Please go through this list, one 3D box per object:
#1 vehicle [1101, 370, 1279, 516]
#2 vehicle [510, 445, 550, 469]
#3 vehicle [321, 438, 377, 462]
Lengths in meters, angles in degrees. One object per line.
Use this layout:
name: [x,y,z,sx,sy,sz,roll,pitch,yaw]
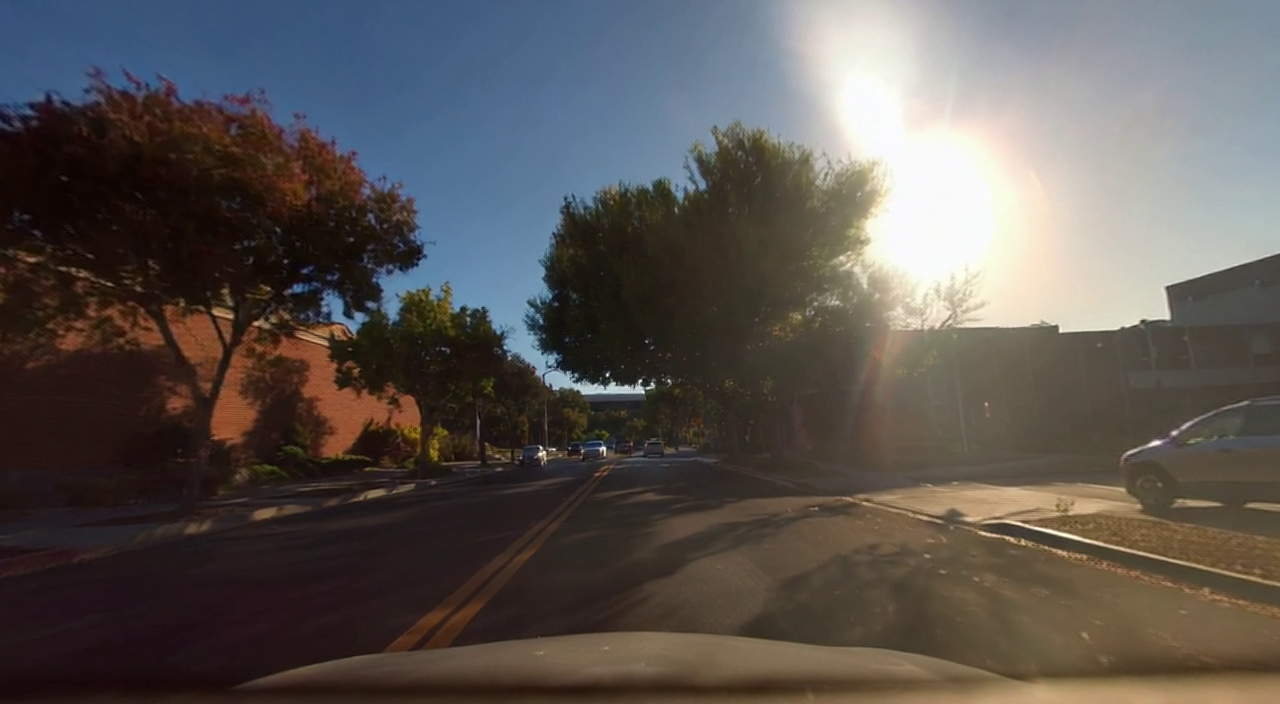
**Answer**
vehicle: [9.174,1.253,8.667,2.018,1.840,4.662,0,-9,-1]
vehicle: [-7.230,6.946,41.960,1.930,1.463,4.195,-1,-8,0]
vehicle: [-21.362,7.206,46.488,1.906,1.596,4.599,-1,-8,1]
